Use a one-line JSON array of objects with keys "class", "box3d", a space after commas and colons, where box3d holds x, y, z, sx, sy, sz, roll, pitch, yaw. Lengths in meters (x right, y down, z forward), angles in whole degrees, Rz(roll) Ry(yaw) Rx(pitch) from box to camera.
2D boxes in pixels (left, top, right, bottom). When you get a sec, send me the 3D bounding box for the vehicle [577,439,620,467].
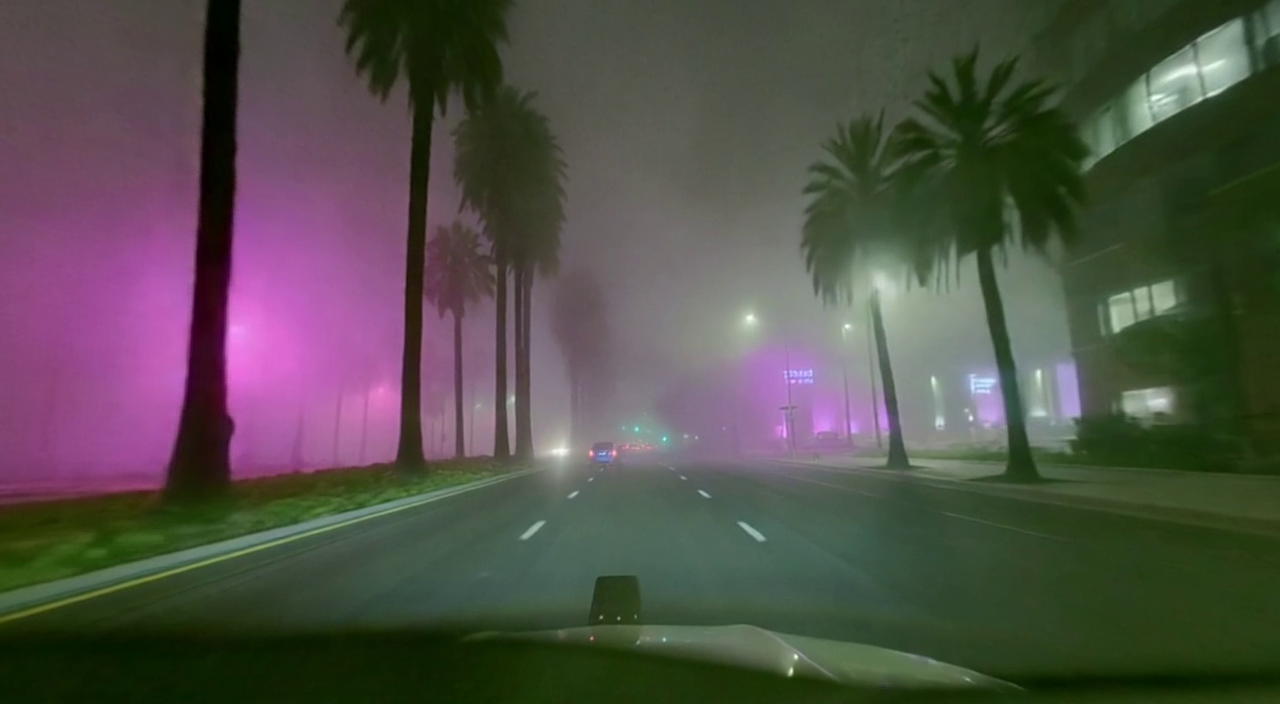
[{"class": "vehicle", "box3d": [-2.496, 6.232, 39.050, 2.160, 1.615, 4.117, -1, -9, 4]}]
